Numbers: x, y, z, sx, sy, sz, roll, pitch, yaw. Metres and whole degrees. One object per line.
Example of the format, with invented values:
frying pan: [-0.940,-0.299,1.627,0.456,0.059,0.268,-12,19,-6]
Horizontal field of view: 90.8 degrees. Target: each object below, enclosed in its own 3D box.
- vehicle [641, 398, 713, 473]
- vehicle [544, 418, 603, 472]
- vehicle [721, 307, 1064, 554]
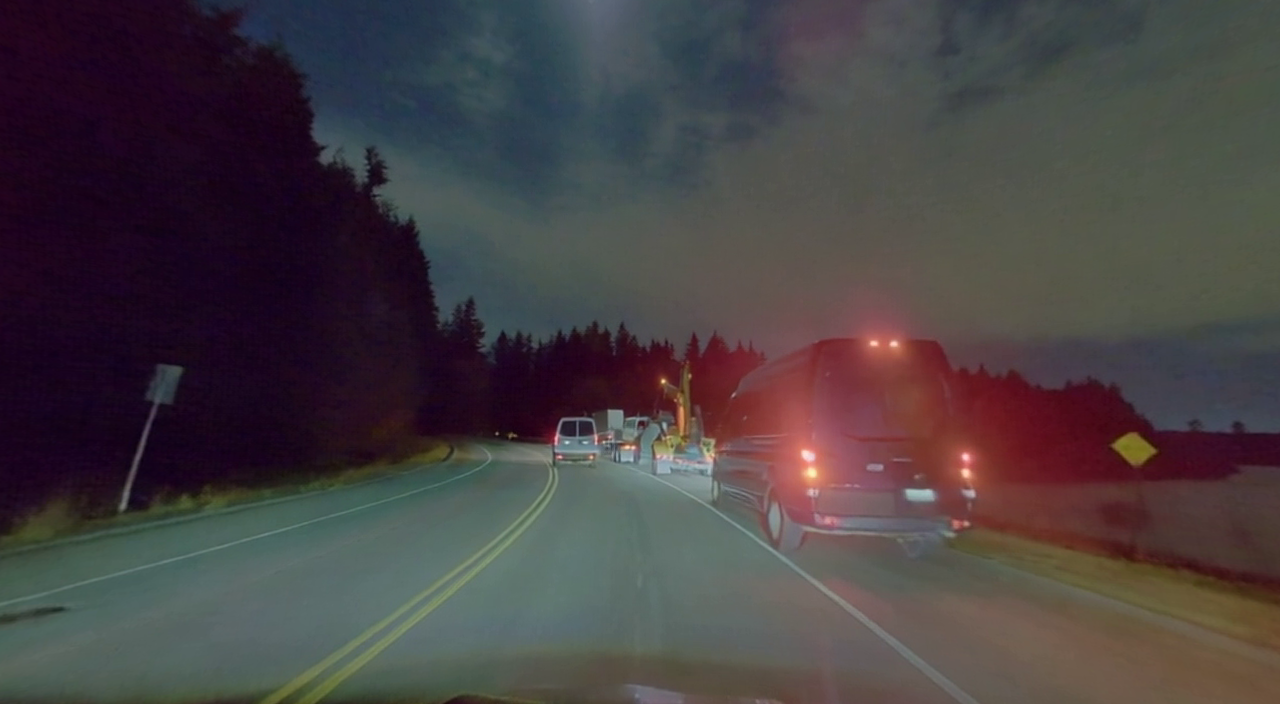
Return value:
vehicle: [1.504,3.706,27.865,2.703,3.066,4.047,0,-9,-3]
vehicle: [-3.149,4.243,28.901,2.362,2.223,4.892,1,-9,-9]
vehicle: [3.928,1.589,12.803,3.126,3.310,8.534,0,-8,-2]
